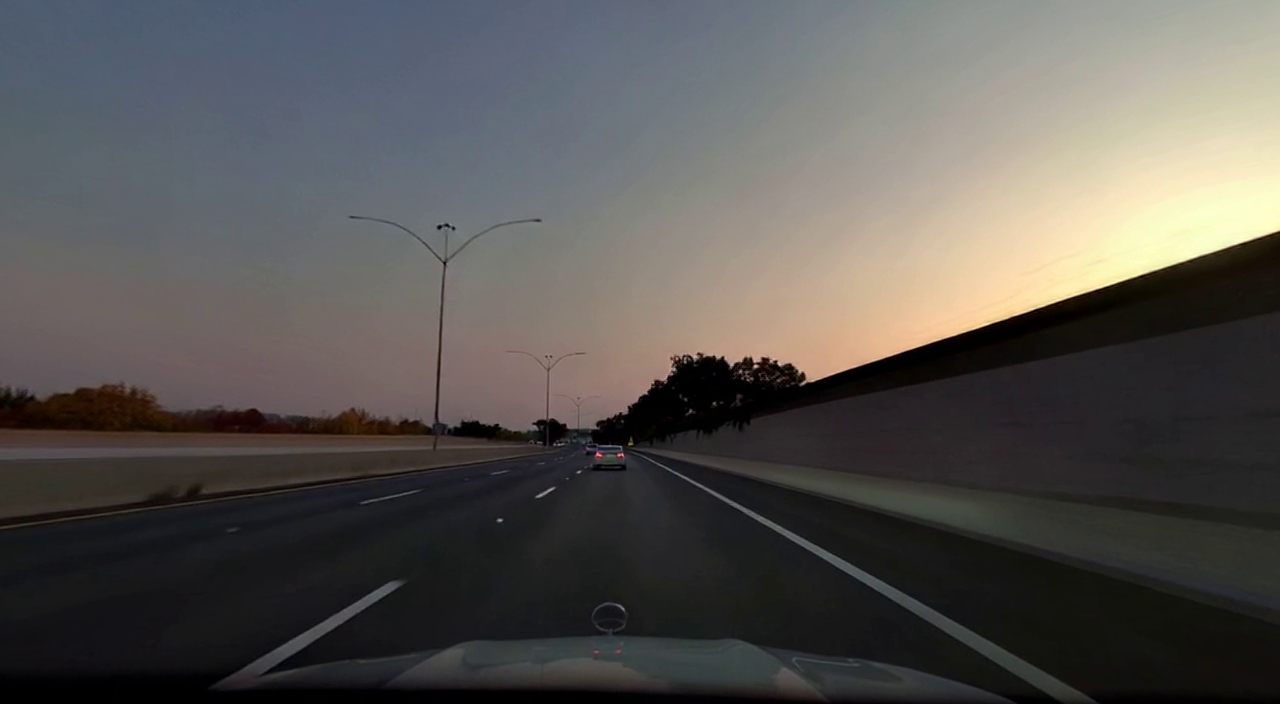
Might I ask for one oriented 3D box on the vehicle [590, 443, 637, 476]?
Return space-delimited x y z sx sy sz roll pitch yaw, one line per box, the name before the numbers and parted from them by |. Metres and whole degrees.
vehicle | -1.244 5.282 31.018 2.055 1.509 4.255 -1 -9 1
